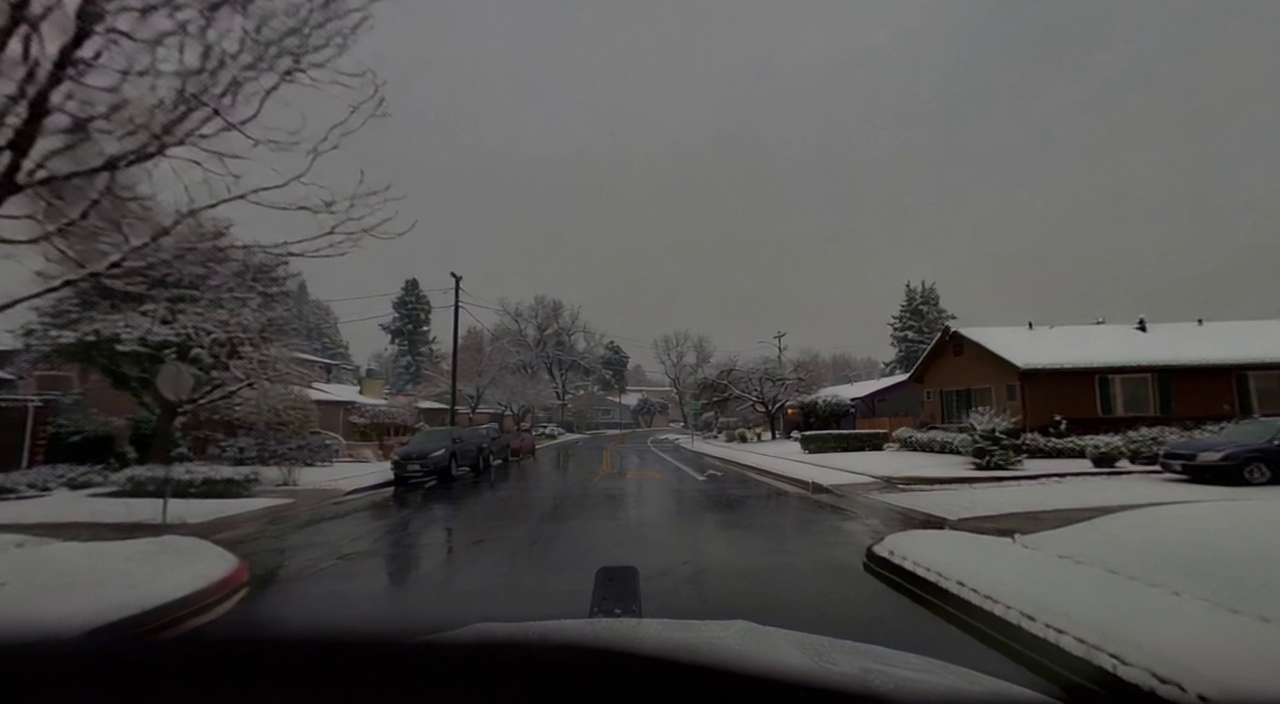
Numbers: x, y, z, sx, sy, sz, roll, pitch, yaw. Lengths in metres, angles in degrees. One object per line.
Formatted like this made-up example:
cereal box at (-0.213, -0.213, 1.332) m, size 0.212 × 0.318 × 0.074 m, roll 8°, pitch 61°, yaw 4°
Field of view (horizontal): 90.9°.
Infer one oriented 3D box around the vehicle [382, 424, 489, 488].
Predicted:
vehicle at (-6.247, 3.203, 19.804) m, size 2.147 × 1.780 × 4.165 m, roll 0°, pitch -8°, yaw -3°
